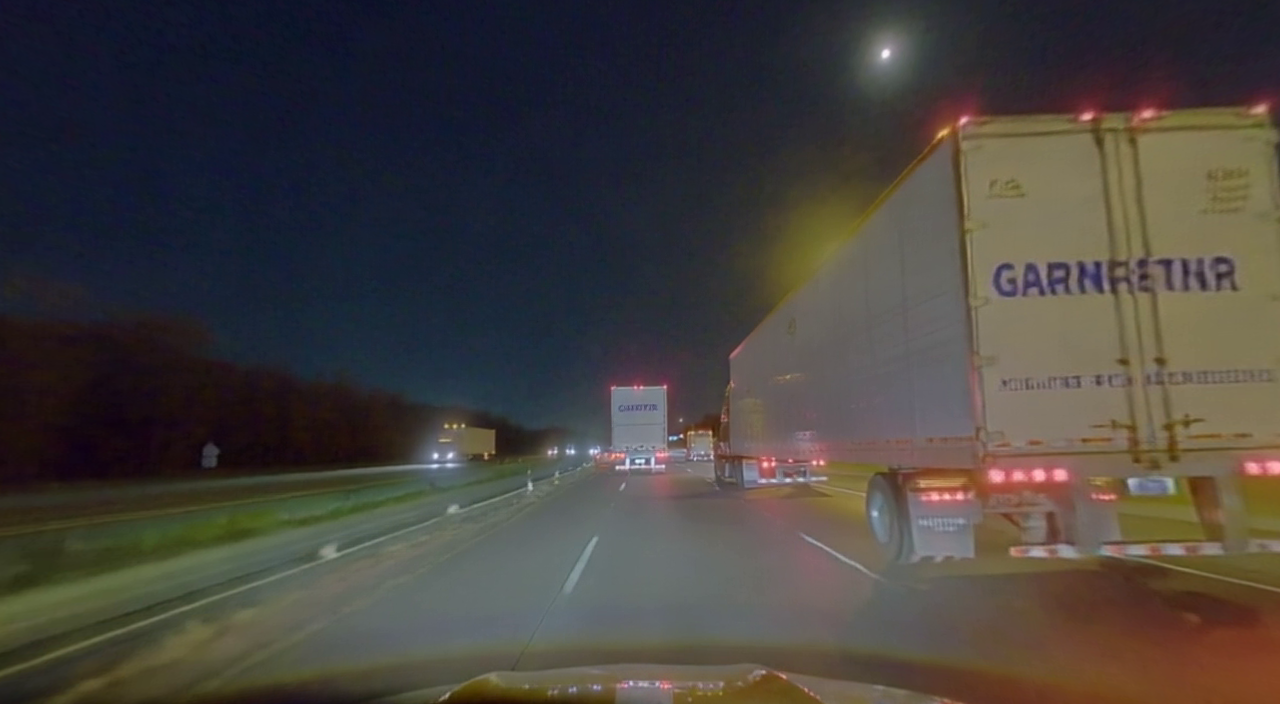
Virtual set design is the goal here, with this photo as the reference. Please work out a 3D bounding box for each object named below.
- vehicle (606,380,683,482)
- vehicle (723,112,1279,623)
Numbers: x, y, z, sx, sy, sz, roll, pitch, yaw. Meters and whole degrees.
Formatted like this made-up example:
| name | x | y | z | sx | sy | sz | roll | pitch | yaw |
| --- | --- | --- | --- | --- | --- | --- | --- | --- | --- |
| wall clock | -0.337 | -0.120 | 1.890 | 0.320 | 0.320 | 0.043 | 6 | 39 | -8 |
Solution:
| name | x | y | z | sx | sy | sz | roll | pitch | yaw |
| --- | --- | --- | --- | --- | --- | --- | --- | --- | --- |
| vehicle | 0.187 | 3.706 | 28.602 | 2.864 | 3.805 | 9.709 | 0 | -9 | 0 |
| vehicle | 4.189 | 1.096 | 12.231 | 3.044 | 4.128 | 14.482 | 0 | -9 | -1 |
